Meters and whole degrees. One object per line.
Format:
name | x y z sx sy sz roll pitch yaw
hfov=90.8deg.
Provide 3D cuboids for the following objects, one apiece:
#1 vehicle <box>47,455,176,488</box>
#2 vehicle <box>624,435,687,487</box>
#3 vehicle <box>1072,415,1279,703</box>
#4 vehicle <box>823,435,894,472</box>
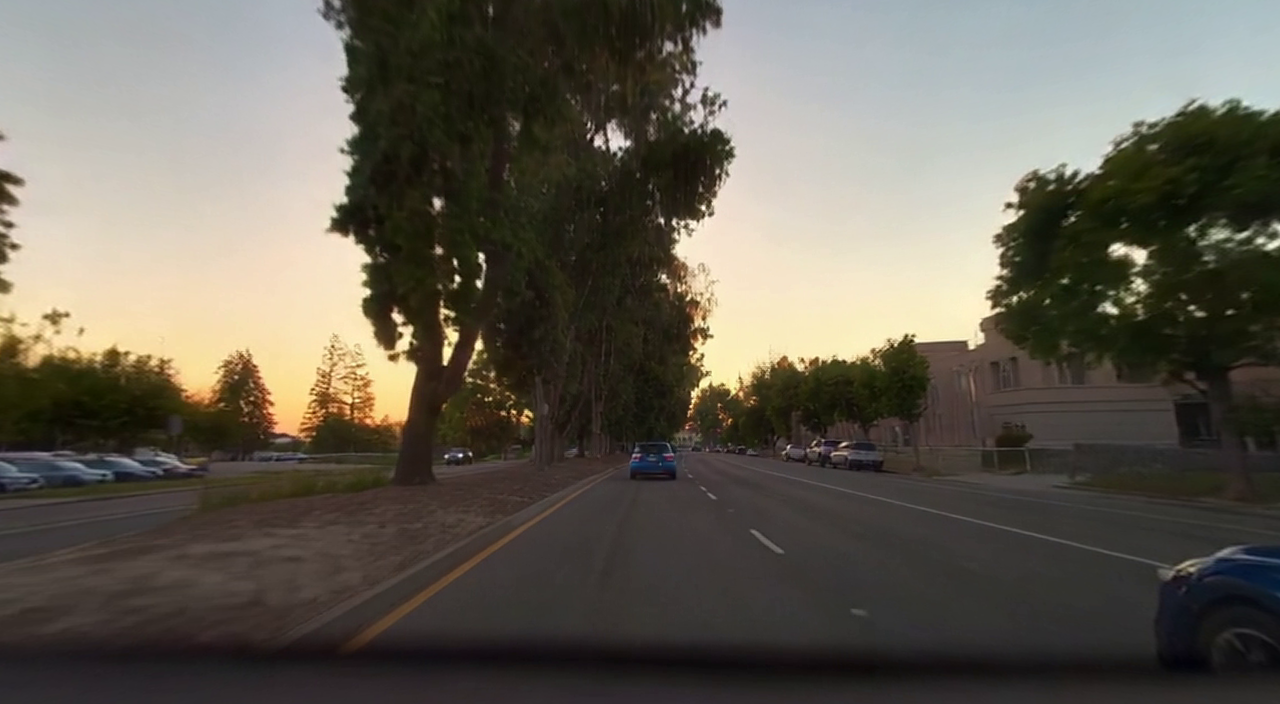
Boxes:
vehicle | -26.049 5.870 31.265 4.453 1.472 1.873 1 -9 -8
vehicle | 0.567 3.899 22.906 2.085 1.693 4.301 0 -8 2
vehicle | 3.513 0.810 1.488 1.918 1.418 4.360 0 -8 0
vehicle | 11.864 5.544 34.763 2.139 1.849 5.246 0 -8 1
